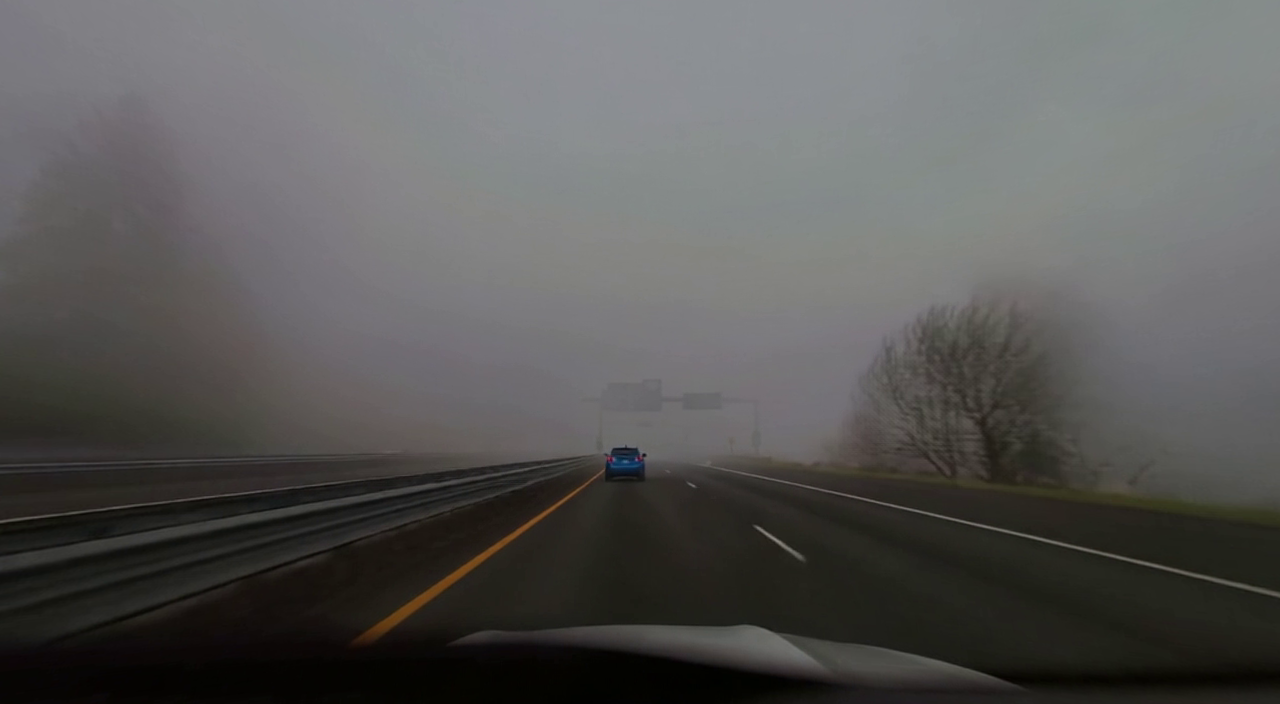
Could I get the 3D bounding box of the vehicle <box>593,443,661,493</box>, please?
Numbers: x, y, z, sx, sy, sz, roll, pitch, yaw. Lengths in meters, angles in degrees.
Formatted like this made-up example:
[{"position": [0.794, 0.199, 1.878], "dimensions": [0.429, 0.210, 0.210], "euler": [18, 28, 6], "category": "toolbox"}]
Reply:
[{"position": [-0.389, 3.854, 21.324], "dimensions": [2.069, 1.523, 4.012], "euler": [0, -9, 0], "category": "vehicle"}]
